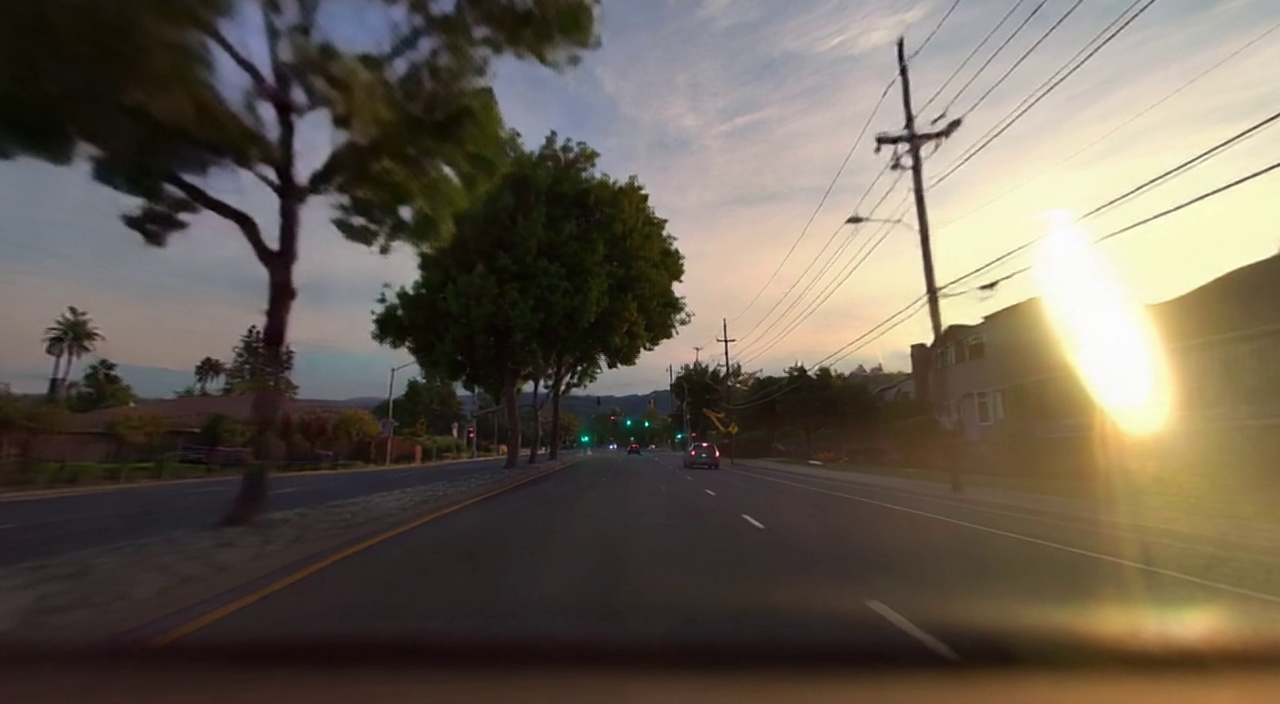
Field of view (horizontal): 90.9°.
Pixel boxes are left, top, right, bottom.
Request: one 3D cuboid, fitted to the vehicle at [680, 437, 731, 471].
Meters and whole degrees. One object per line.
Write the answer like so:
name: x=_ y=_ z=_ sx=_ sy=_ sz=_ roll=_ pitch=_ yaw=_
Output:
vehicle: x=3.574 y=5.644 z=35.098 sx=2.240 sy=1.781 sz=4.433 roll=0 pitch=-8 yaw=-1
